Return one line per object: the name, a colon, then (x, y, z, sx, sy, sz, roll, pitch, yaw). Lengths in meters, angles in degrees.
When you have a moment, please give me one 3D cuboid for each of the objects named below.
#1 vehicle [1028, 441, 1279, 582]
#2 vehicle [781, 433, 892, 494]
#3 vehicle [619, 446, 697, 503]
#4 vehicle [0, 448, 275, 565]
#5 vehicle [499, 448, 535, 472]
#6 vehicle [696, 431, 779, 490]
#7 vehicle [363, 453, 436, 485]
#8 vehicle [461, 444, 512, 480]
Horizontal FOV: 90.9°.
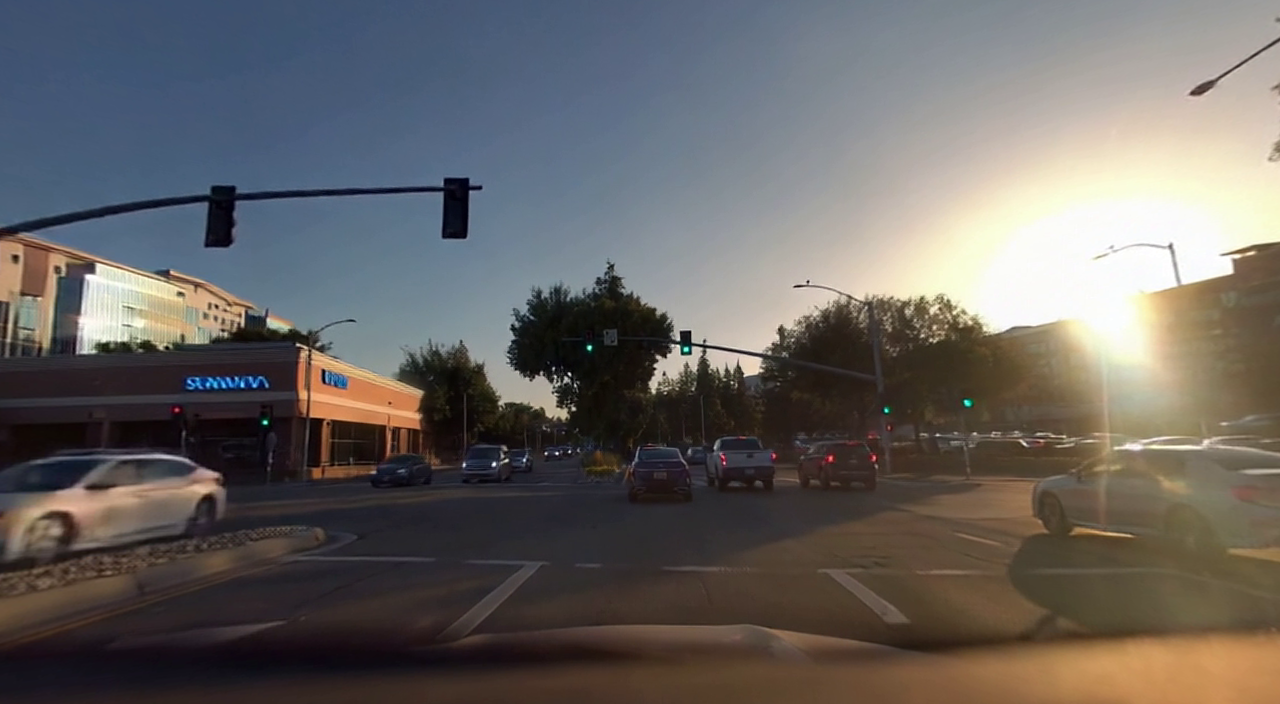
vehicle: (7.829, 2.018, 8.831, 1.905, 1.498, 4.463, 0, -8, -1)
vehicle: (7.180, 4.112, 23.766, 2.323, 2.009, 5.266, 0, -8, -2)
vehicle: (0.423, 3.485, 18.376, 2.038, 1.447, 3.756, 0, -8, -1)
vehicle: (-8.313, 2.332, 10.343, 2.002, 1.469, 4.301, 0, -8, 1)
vehicle: (-8.797, 7.743, 45.338, 1.827, 1.602, 4.115, 0, -8, -1)
vehicle: (3.738, 4.303, 25.385, 2.358, 2.116, 5.328, 0, -8, -1)
vehicle: (-12.491, 6.070, 33.060, 1.969, 1.486, 4.773, 0, -8, 0)
vehicle: (-8.326, 5.983, 34.576, 1.904, 1.789, 4.021, 0, -8, -1)
